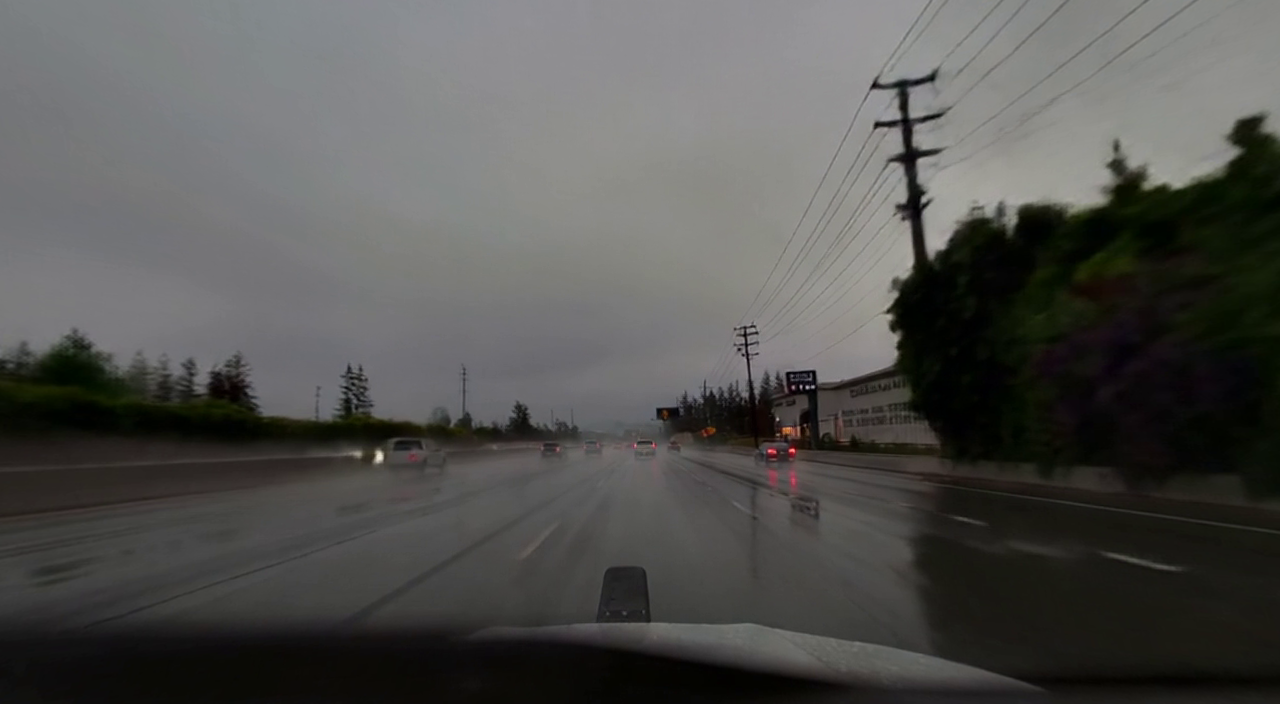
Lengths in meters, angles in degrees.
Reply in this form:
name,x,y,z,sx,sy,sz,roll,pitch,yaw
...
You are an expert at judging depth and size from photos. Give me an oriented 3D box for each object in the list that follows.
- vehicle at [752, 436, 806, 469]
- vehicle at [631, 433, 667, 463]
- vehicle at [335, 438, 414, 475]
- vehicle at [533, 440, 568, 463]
name,x,y,z,sx,sy,sz,roll,pitch,yaw
vehicle,7.642,5.584,35.065,1.937,1.698,4.322,0,-8,-1
vehicle,0.668,7.467,49.146,2.622,2.208,5.320,0,-8,0
vehicle,-14.227,5.577,34.093,2.149,1.846,4.713,-1,-8,1
vehicle,-7.010,7.830,49.609,2.007,1.732,4.395,0,-8,1
